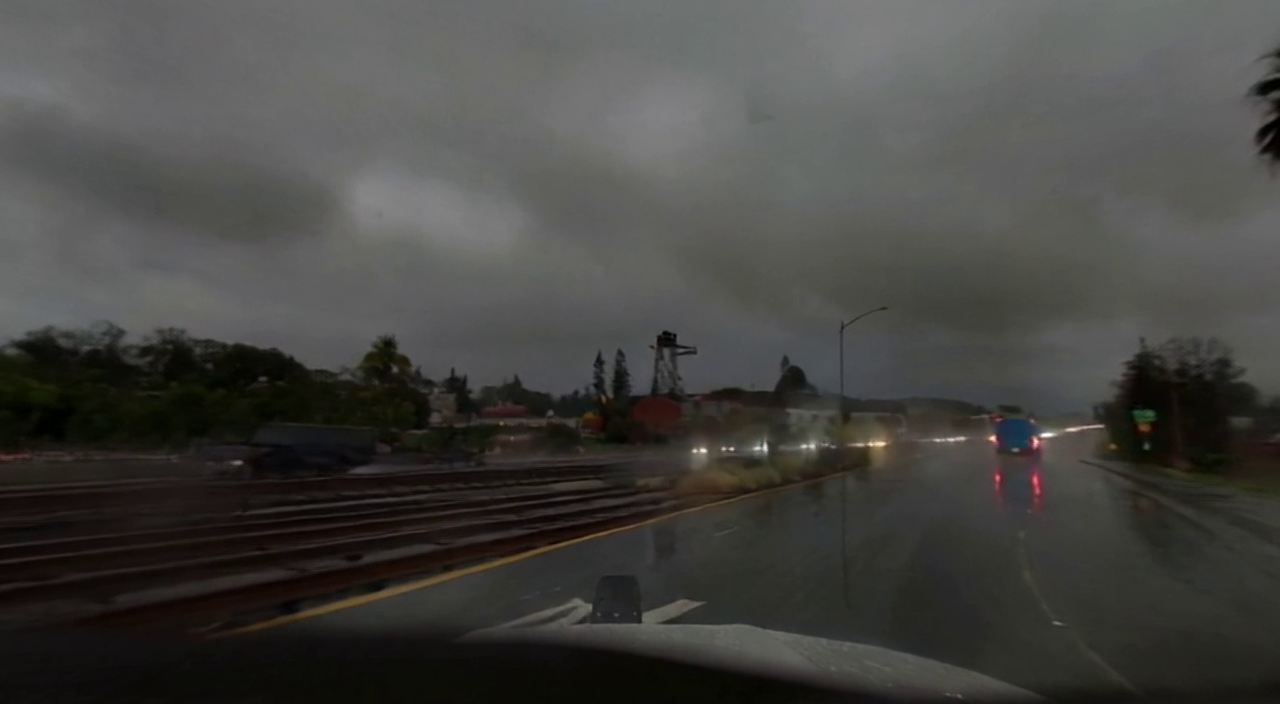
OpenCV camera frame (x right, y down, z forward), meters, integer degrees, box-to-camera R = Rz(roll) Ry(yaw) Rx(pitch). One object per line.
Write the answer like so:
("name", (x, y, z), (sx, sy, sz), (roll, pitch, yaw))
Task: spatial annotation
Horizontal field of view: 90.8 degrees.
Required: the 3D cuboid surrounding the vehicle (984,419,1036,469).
("vehicle", (23.999, 5.950, 40.899), (2.606, 3.020, 4.180), (-5, -10, 31))
